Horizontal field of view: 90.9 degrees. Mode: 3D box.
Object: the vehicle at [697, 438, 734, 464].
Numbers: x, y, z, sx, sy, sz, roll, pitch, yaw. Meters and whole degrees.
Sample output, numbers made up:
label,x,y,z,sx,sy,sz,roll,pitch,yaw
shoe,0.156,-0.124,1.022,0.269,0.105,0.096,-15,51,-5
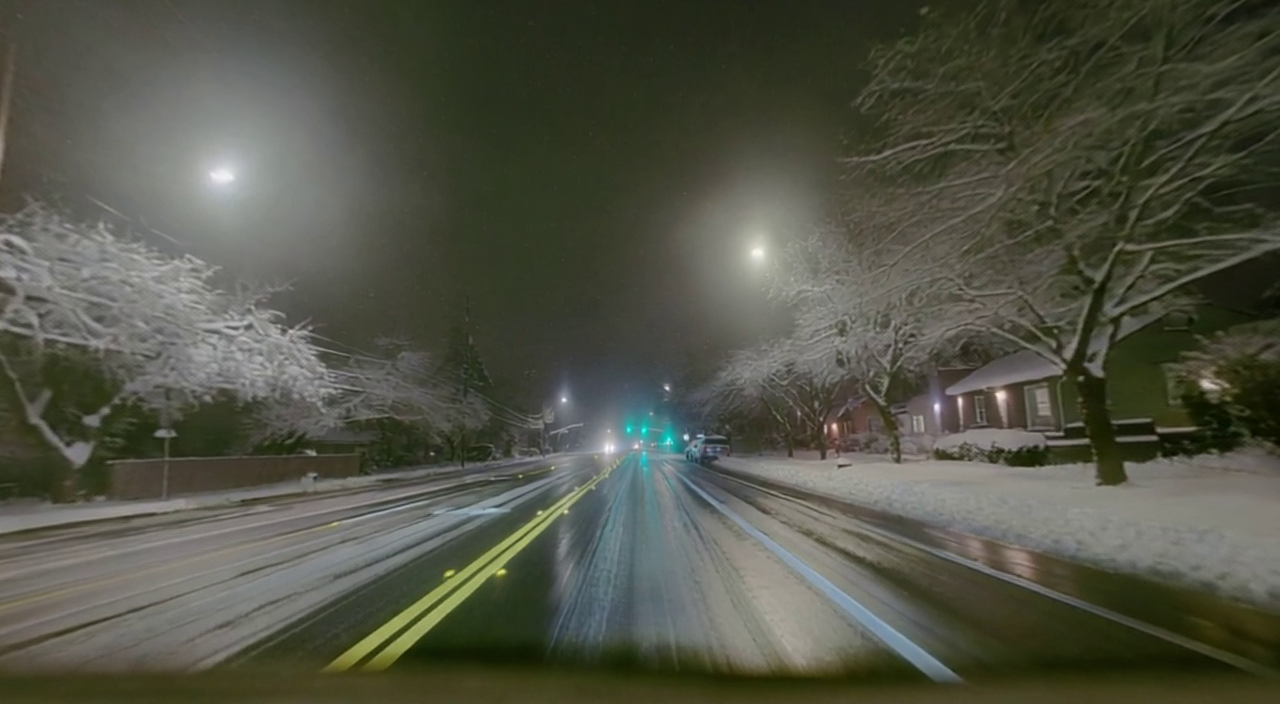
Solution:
label,x,y,z,sx,sy,sz,roll,pitch,yaw
vehicle,5.552,7.343,46.874,2.160,1.800,4.646,0,-8,-1
